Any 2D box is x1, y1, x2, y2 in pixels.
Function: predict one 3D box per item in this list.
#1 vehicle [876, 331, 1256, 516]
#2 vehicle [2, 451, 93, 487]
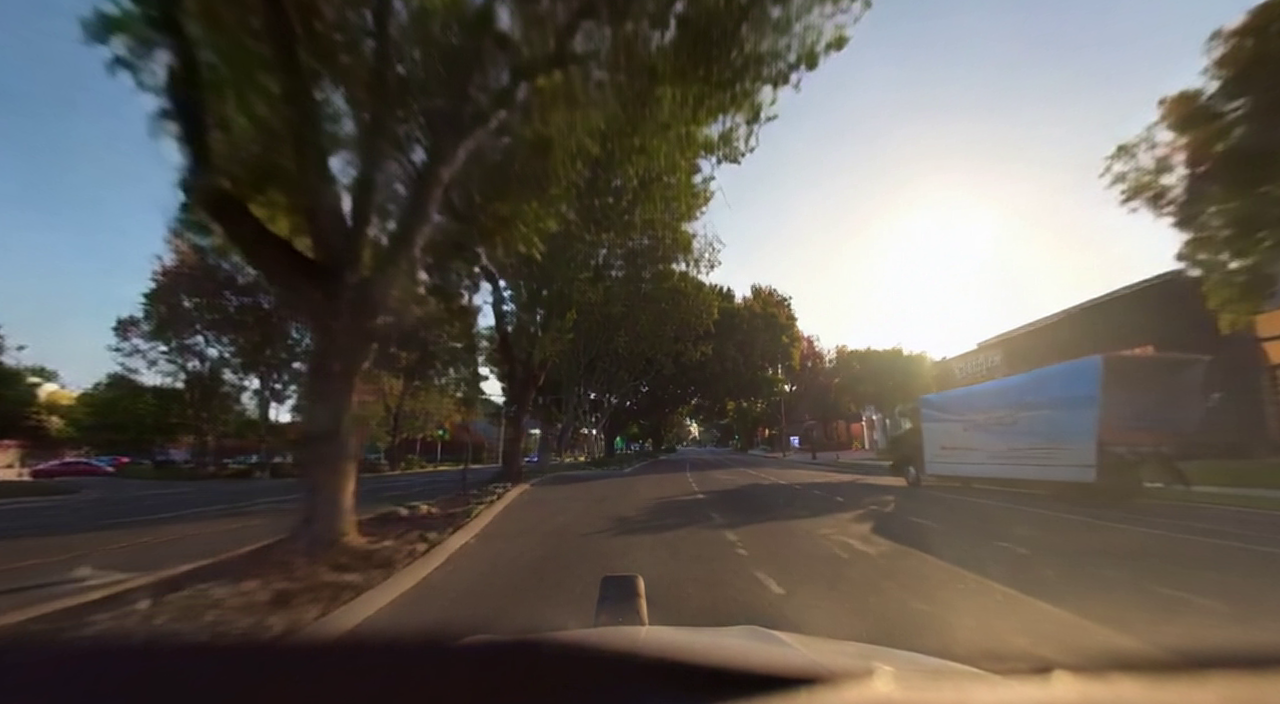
[{"bbox_3d":[10.010,2.129,17.322,2.946,3.506,10.682,0,-9,0],"label":"vehicle"},{"bbox_3d":[-45.212,8.879,48.423,2.318,2.515,5.911,2,-9,-14],"label":"vehicle"}]
